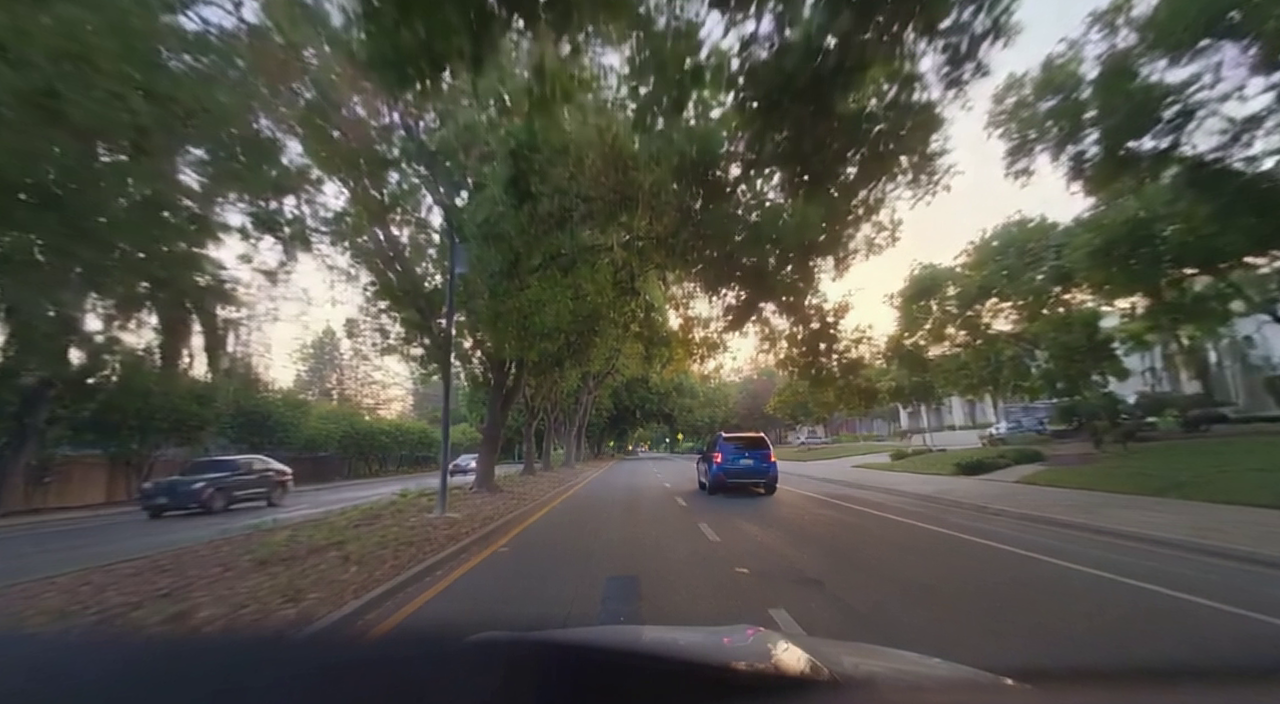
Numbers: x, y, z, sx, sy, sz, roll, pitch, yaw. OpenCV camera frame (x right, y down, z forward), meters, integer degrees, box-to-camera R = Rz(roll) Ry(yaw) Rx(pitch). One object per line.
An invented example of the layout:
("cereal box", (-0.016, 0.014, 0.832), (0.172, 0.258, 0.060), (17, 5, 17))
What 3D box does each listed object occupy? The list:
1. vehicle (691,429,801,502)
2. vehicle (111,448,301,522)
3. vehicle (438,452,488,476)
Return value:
("vehicle", (2.709, 3.036, 17.298), (2.164, 1.725, 4.285), (0, -9, -1))
("vehicle", (-11.545, 3.504, 17.295), (2.003, 1.733, 4.392), (0, -9, 1))
("vehicle", (-11.704, 7.441, 42.163), (1.968, 1.476, 4.631), (0, -9, 1))
